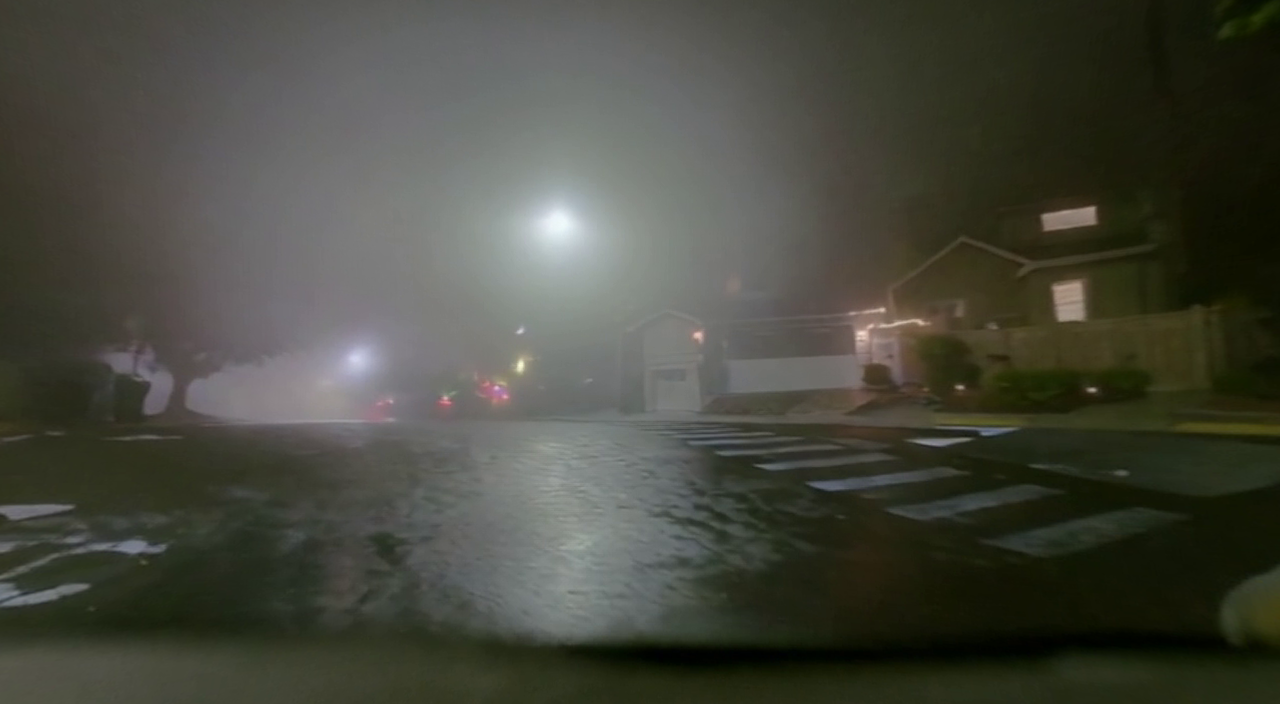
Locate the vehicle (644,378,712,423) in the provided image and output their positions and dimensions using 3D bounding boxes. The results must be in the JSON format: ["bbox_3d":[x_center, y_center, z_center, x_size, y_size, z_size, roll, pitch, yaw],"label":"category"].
[{"bbox_3d":[1.284,1.873,23.370,1.860,1.477,4.629,1,-7,-5],"label":"vehicle"}]
